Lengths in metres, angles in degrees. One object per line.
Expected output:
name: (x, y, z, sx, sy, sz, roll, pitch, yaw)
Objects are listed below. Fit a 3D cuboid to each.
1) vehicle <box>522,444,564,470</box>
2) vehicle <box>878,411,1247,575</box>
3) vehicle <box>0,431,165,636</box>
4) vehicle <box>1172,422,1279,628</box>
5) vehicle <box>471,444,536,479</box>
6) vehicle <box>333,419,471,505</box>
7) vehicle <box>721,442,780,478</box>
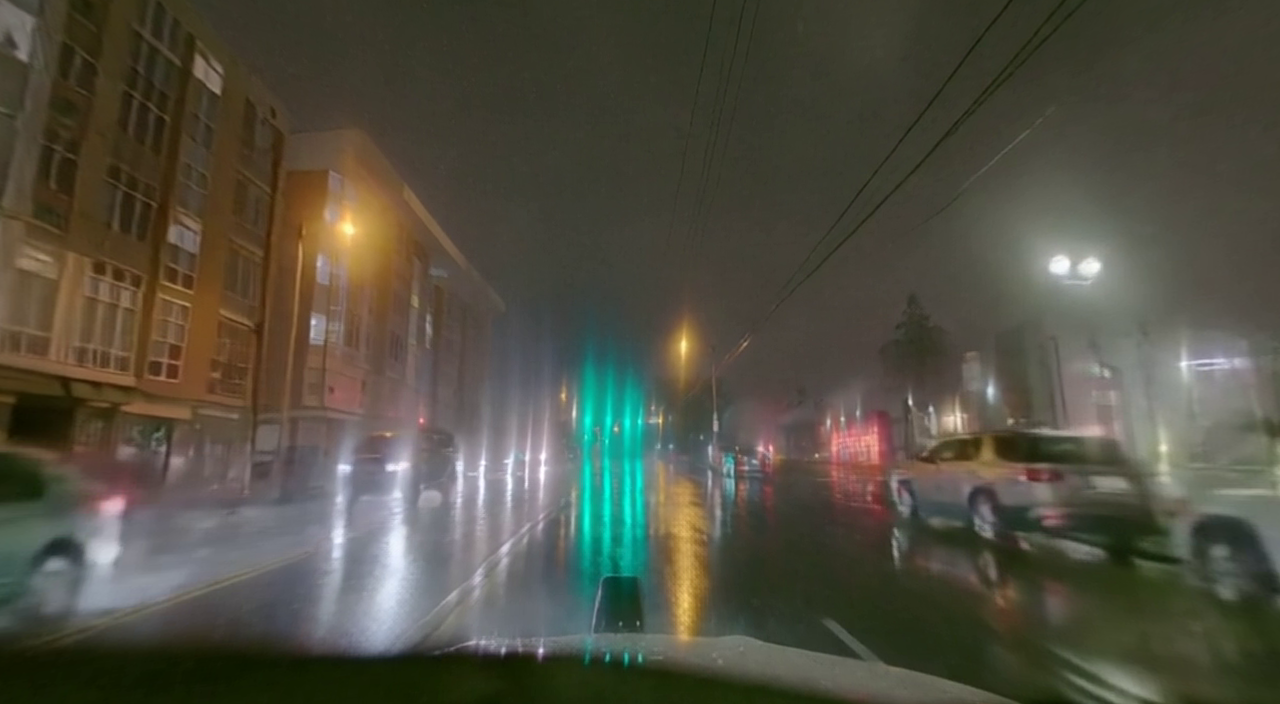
vehicle: (-6.052, 6.550, 39.646, 1.949, 1.533, 3.864, 0, -8, 1)
vehicle: (5.715, 1.964, 9.725, 2.059, 1.804, 5.182, 0, -8, 0)
vehicle: (-5.745, 1.253, 4.062, 2.095, 1.493, 4.216, 0, -8, 0)
vehicle: (5.891, 1.151, 3.680, 1.915, 1.569, 4.117, 0, -8, -1)
vehicle: (-6.218, 5.015, 29.321, 2.052, 1.481, 4.248, 0, -8, 1)
vehicle: (-6.075, 2.867, 16.840, 1.937, 1.944, 4.640, 0, -8, -1)
vehicle: (5.196, 5.143, 30.333, 1.957, 1.572, 4.418, 0, -8, -1)
